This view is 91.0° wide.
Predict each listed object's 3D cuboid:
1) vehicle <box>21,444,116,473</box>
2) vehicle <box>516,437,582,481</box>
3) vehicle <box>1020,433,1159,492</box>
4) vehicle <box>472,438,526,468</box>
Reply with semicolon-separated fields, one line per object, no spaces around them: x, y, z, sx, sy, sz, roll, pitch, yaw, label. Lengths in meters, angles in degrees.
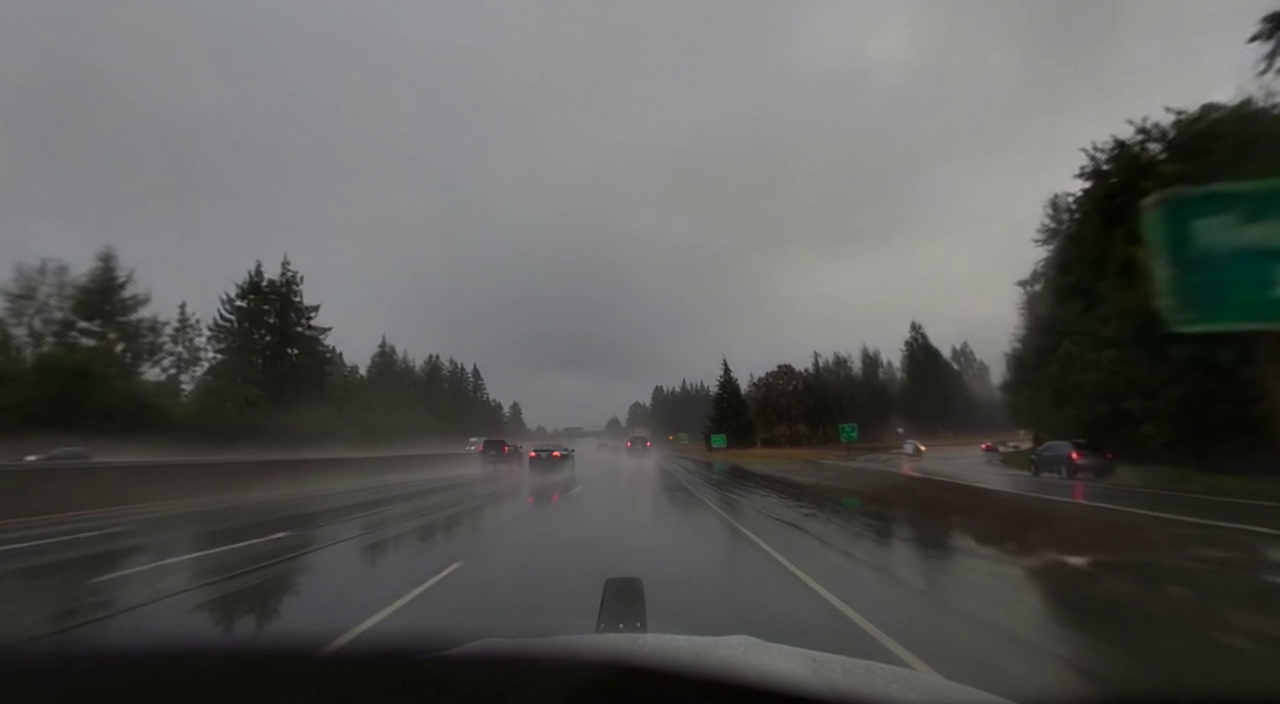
-31.227;5.822;34.560;1.651;1.464;3.729;0;-9;1;vehicle
-3.788;4.547;26.926;2.094;1.695;4.260;0;-9;1;vehicle
15.710;3.873;22.415;2.200;1.827;4.822;-2;-9;12;vehicle
-10.278;7.398;46.428;2.519;2.029;6.180;0;-9;1;vehicle
